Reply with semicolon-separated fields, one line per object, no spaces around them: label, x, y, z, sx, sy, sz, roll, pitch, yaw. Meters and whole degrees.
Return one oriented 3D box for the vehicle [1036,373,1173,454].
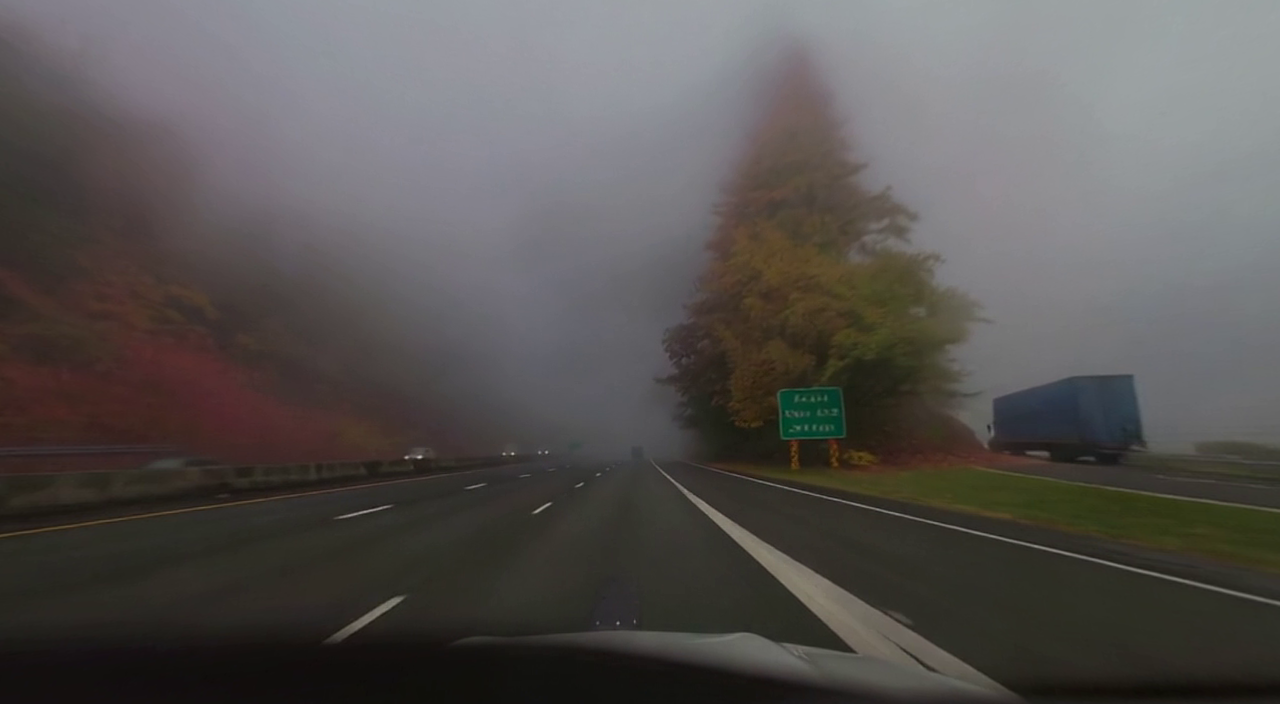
vehicle;26.228;3.759;36.086;2.946;4.034;8.673;-3;-9;14

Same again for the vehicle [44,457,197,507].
vehicle;-17.657;4.389;21.596;1.788;1.470;3.980;-1;-9;2
